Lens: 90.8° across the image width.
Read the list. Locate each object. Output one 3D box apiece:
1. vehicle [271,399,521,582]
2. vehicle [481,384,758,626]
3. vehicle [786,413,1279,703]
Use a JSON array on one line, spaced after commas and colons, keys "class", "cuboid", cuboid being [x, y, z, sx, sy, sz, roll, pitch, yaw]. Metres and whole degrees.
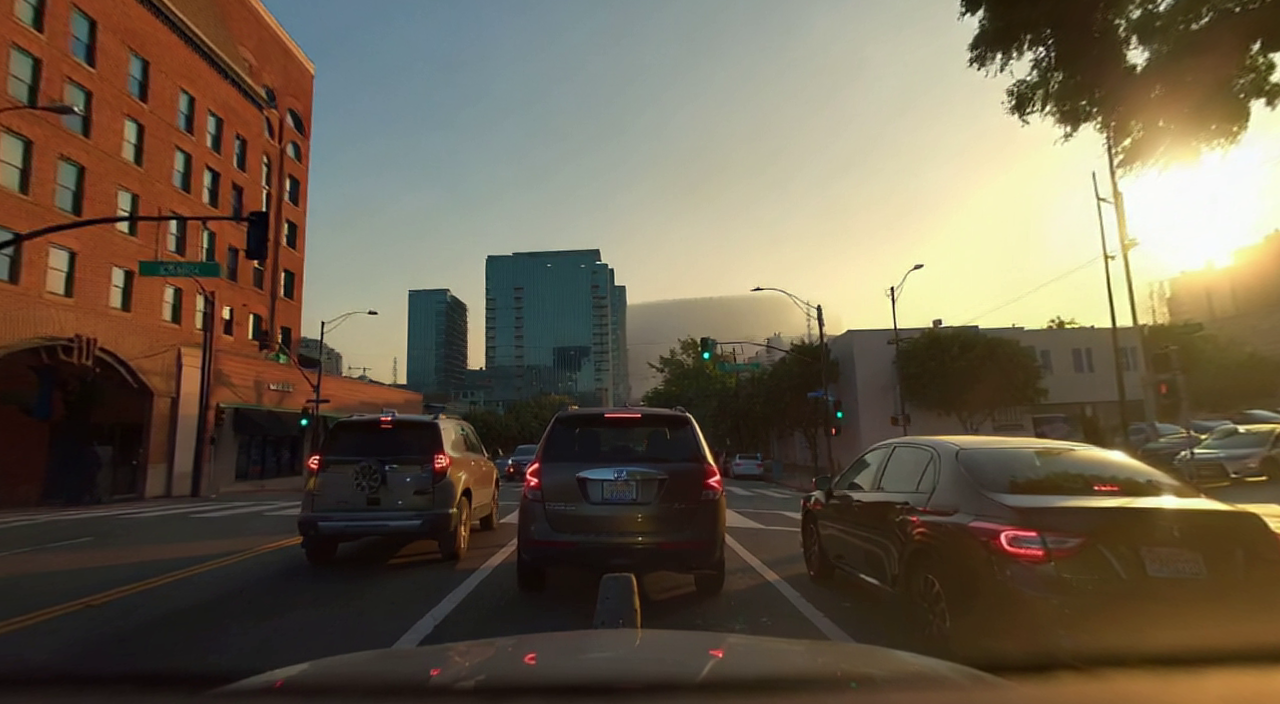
[{"class": "vehicle", "cuboid": [-2.850, 1.703, 8.538, 1.855, 1.812, 4.244, 0, -8, -3]}, {"class": "vehicle", "cuboid": [-0.140, 1.503, 7.166, 2.105, 1.842, 4.537, 0, -8, 0]}, {"class": "vehicle", "cuboid": [2.578, 1.306, 4.825, 1.852, 1.462, 4.155, 0, -8, -1]}]
